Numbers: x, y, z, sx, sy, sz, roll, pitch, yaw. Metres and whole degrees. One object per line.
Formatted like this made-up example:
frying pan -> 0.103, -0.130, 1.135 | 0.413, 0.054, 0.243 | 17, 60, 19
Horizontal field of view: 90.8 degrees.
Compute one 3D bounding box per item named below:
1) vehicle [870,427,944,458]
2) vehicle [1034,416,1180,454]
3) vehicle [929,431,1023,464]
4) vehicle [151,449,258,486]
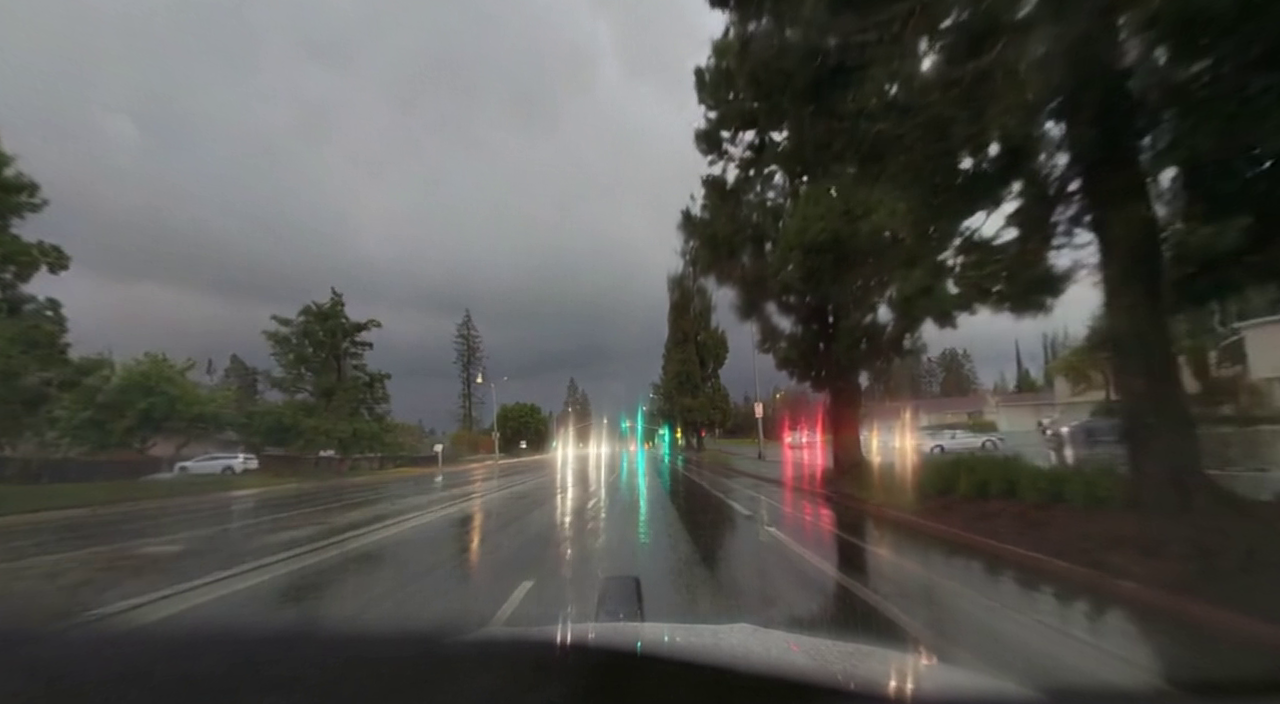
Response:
vehicle -> 15.655, 5.380, 37.399 | 2.106, 1.670, 5.008 | 0, -9, -1
vehicle -> 22.489, 4.024, 30.614 | 5.268, 1.720, 2.149 | -1, -9, 1
vehicle -> 16.015, 4.593, 30.443 | 1.849, 1.415, 4.801 | 0, -9, 0
vehicle -> -24.666, 6.543, 35.878 | 4.715, 1.451, 1.863 | -5, -3, -3
